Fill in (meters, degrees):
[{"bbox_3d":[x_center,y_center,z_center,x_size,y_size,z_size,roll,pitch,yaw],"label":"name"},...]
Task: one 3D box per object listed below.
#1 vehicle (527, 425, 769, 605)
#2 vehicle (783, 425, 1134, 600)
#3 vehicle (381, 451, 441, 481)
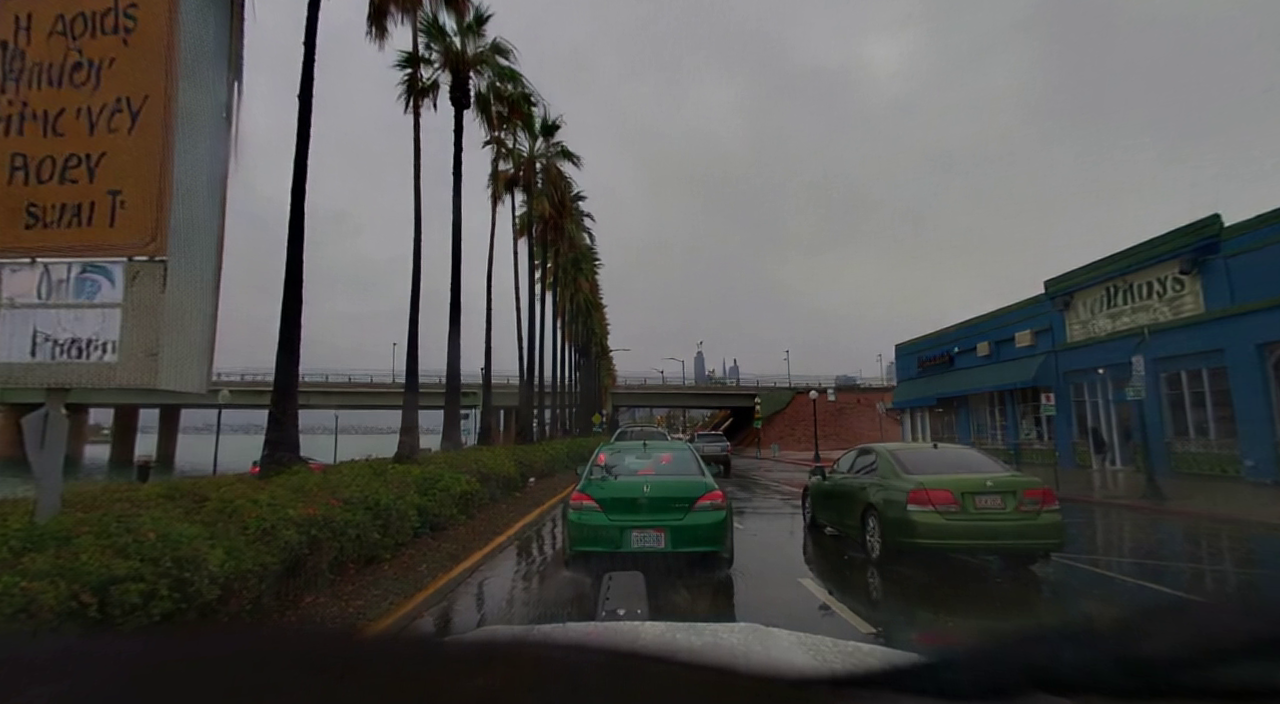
[{"bbox_3d":[0.060,1.671,7.284,2.048,1.503,3.681,0,-9,0],"label":"vehicle"},{"bbox_3d":[3.263,1.720,7.722,1.920,1.490,4.417,0,-9,-1],"label":"vehicle"},{"bbox_3d":[-14.968,7.468,41.677,2.104,1.802,4.852,0,-9,1],"label":"vehicle"}]
